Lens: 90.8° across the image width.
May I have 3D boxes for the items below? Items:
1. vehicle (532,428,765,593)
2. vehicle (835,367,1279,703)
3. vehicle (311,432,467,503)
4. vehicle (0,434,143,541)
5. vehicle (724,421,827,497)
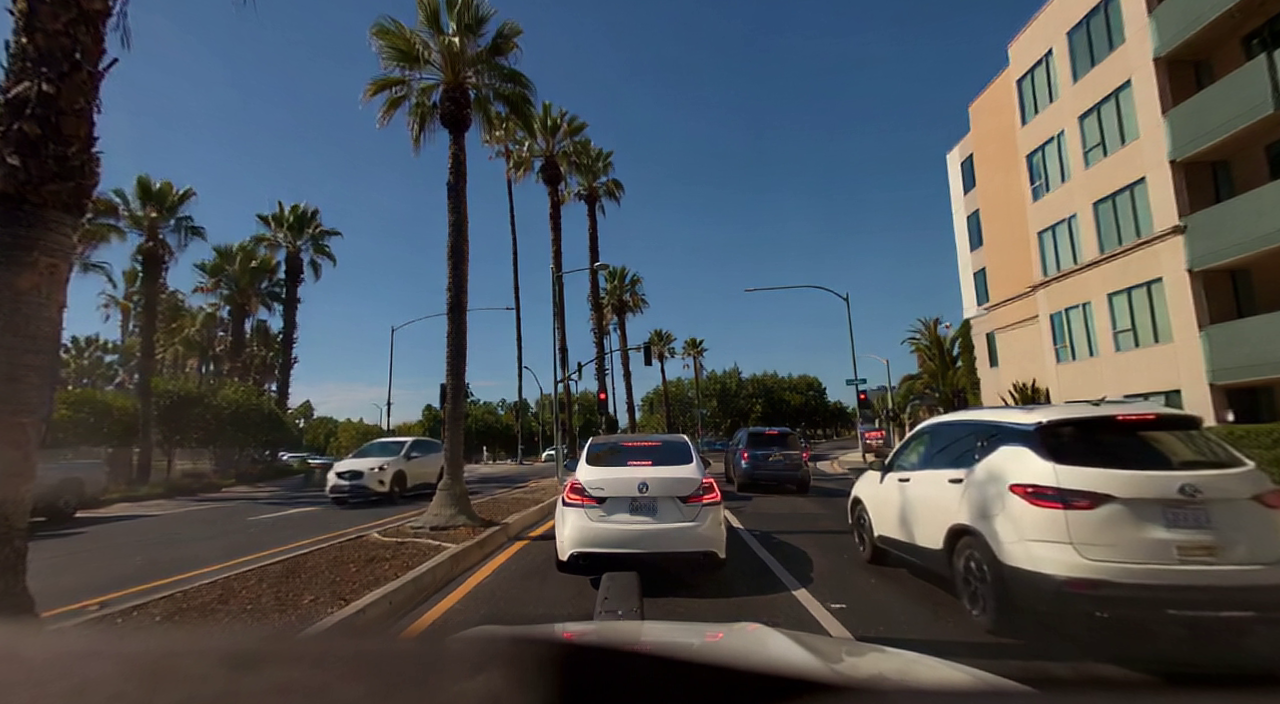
[{"bbox_3d":[0.119,1.721,7.719,2.088,1.452,3.993,0,-8,1],"label":"vehicle"},{"bbox_3d":[3.282,1.248,5.182,2.003,1.733,4.319,0,-8,1],"label":"vehicle"},{"bbox_3d":[-6.768,3.148,17.669,2.053,1.693,4.198,-2,-9,11],"label":"vehicle"},{"bbox_3d":[-13.061,2.719,12.296,2.240,1.964,5.707,-6,-8,0],"label":"vehicle"},{"bbox_3d":[3.729,3.041,18.327,2.226,1.897,4.765,-1,-8,4],"label":"vehicle"}]
